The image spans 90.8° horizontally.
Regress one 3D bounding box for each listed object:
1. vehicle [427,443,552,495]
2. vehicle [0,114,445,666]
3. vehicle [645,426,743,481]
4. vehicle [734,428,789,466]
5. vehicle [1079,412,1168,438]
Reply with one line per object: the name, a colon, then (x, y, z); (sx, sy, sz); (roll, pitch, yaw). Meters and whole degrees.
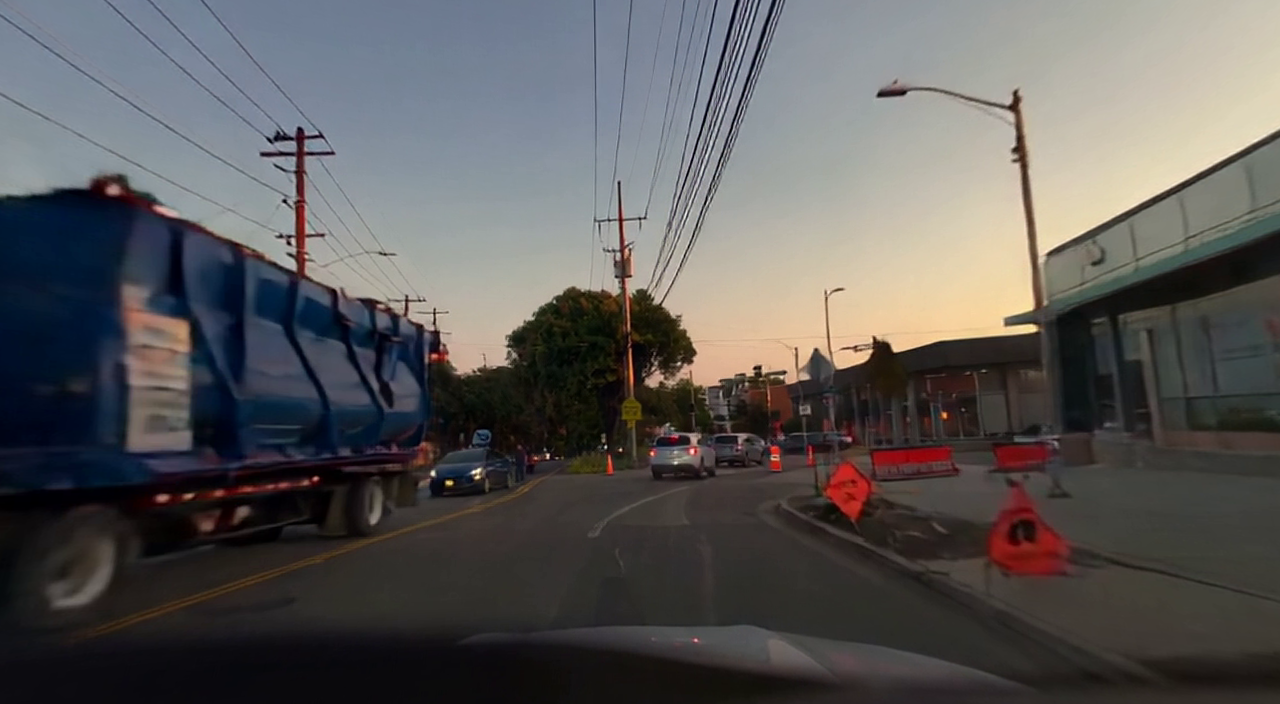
vehicle: (-4.873, 3.856, 21.335); (2.103, 1.526, 4.743); (-3, -9, 15)
vehicle: (-5.825, 0.747, 7.721); (3.007, 3.800, 11.011); (-1, -8, 2)
vehicle: (2.228, 3.865, 24.419); (2.256, 1.859, 5.118); (-4, -9, 23)
vehicle: (6.838, 5.285, 35.102); (2.206, 1.911, 5.548); (-3, -9, 18)
vehicle: (34.847, 5.312, 45.662); (1.922, 1.704, 4.550); (4, -10, -34)
